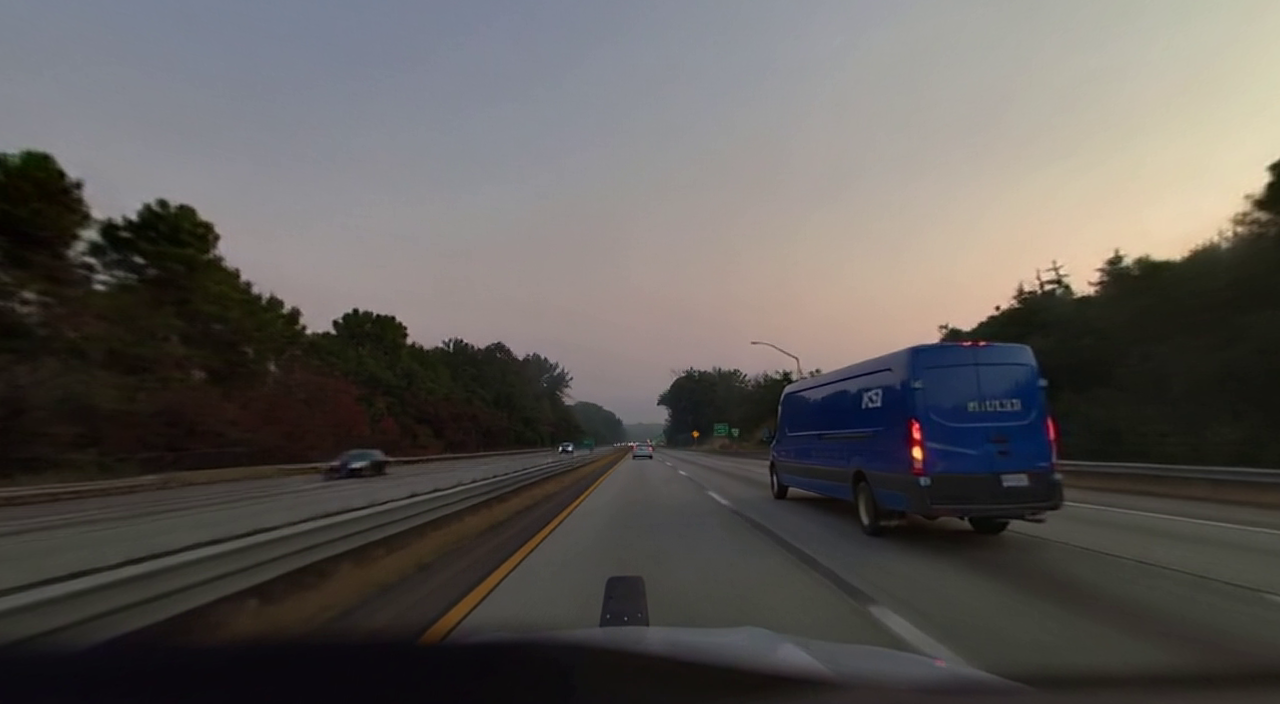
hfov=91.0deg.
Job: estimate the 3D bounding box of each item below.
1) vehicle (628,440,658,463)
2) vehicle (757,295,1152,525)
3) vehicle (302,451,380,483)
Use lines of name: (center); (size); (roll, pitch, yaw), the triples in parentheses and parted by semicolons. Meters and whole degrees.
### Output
vehicle: (0.228, 7.354, 46.516); (2.121, 1.590, 4.434); (0, -8, 0)
vehicle: (7.186, 2.259, 19.913); (3.479, 4.156, 17.231); (0, -8, -1)
vehicle: (-15.510, 5.957, 32.927); (1.897, 1.498, 4.491); (0, -8, 0)
